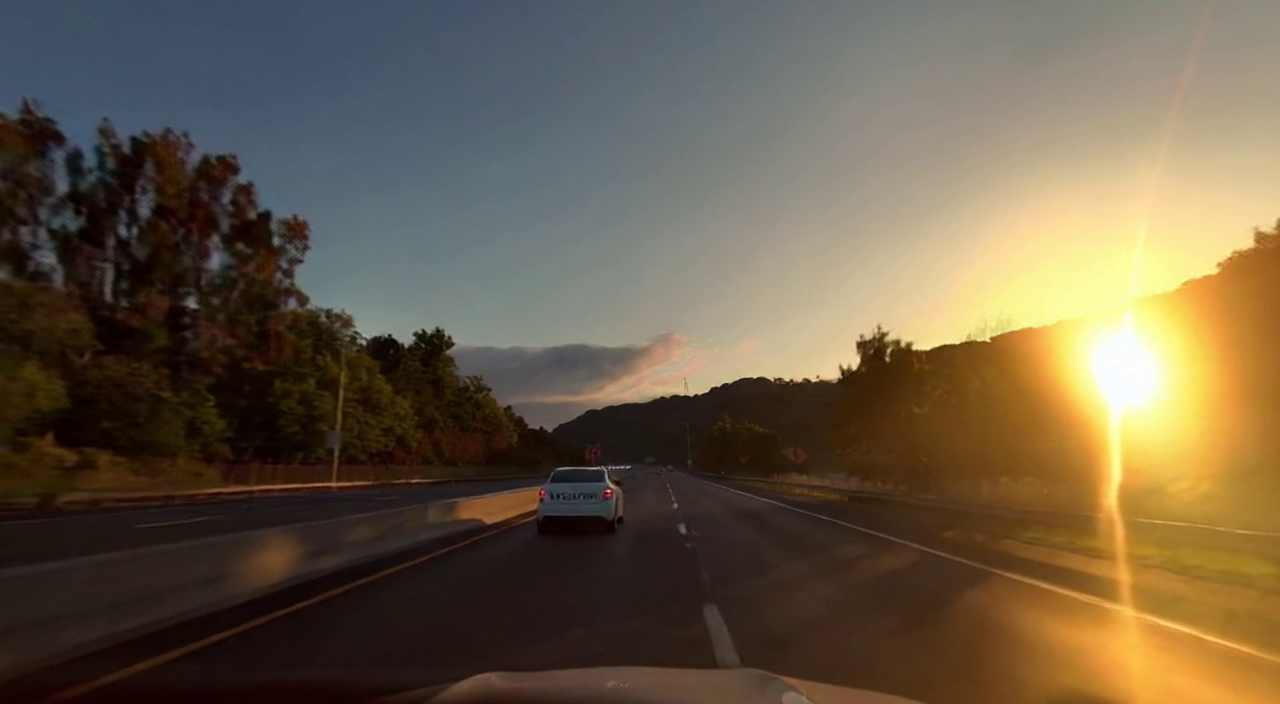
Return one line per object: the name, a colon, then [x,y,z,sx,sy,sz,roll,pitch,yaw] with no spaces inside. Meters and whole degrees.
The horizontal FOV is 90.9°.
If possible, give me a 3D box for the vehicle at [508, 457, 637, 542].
vehicle: [-1.273,3.194,14.237,2.135,1.506,5.041,0,-10,2]
